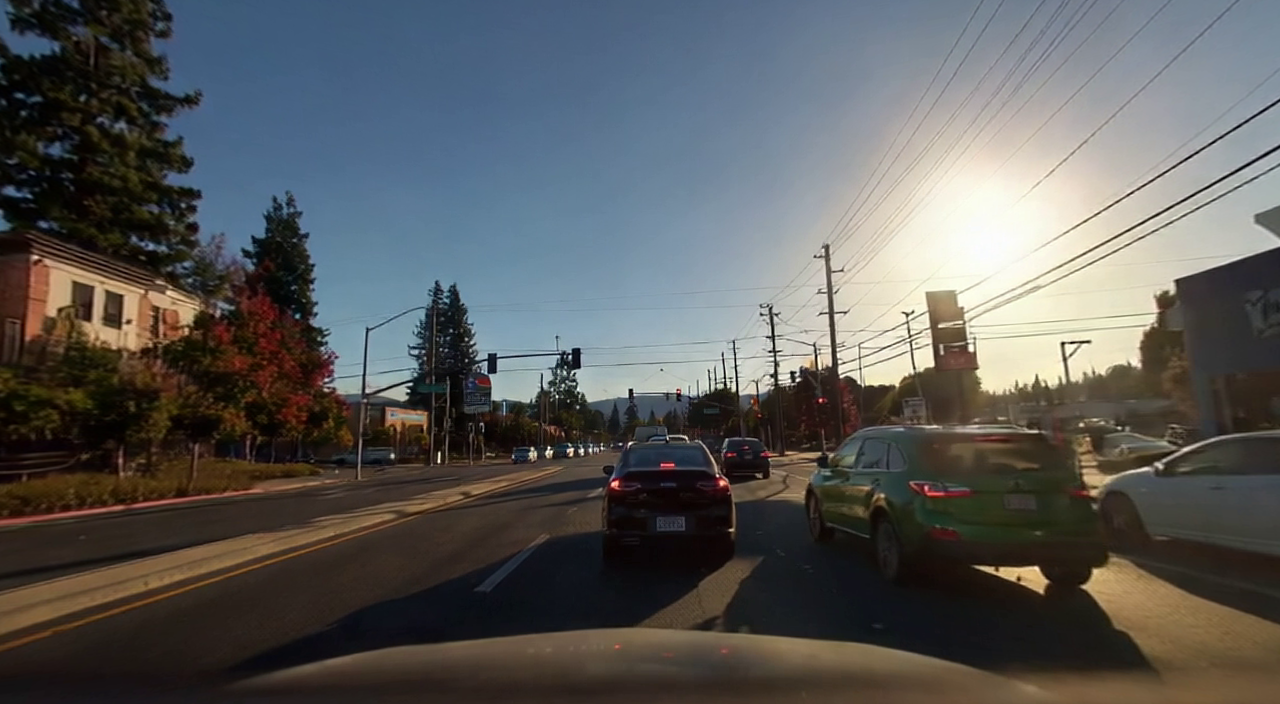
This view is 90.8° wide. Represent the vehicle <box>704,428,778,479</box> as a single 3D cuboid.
[{"bbox_3d":[3.812,3.945,24.715,2.060,1.789,4.712,0,-9,-1],"label":"vehicle"}]

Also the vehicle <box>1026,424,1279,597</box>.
[{"bbox_3d":[6.299,1.478,6.317,1.906,1.435,4.670,0,-9,0],"label":"vehicle"}]

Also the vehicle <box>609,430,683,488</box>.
[{"bbox_3d":[0.201,3.412,20.449,2.149,1.668,3.962,0,-9,1],"label":"vehicle"}]

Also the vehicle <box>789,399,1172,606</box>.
[{"bbox_3d":[3.191,1.507,7.178,1.998,1.620,4.267,0,-9,1],"label":"vehicle"}]
